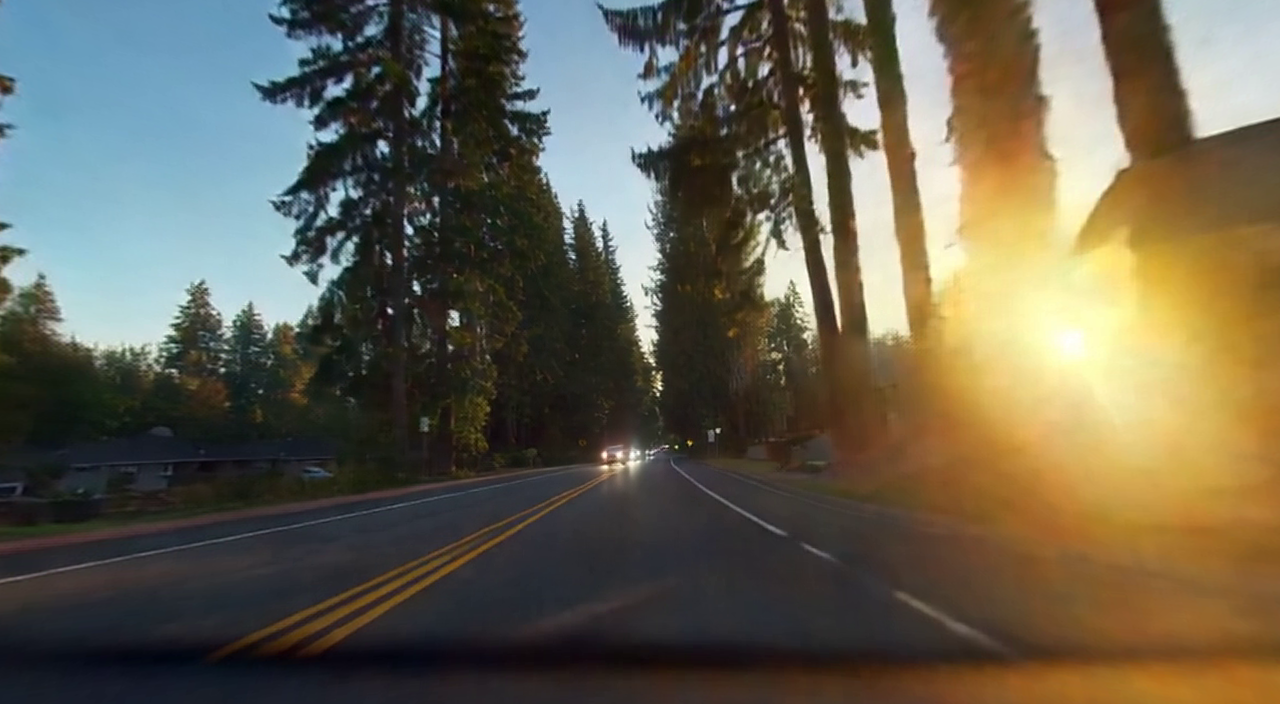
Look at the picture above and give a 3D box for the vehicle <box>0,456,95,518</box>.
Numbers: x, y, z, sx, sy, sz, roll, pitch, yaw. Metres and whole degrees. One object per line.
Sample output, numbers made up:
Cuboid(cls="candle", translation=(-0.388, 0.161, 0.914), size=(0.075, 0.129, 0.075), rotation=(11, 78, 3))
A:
Cuboid(cls="vehicle", translation=(-40.905, 9.049, 42.148), size=(2.713, 3.659, 9.203), rotation=(-2, -11, -13))
